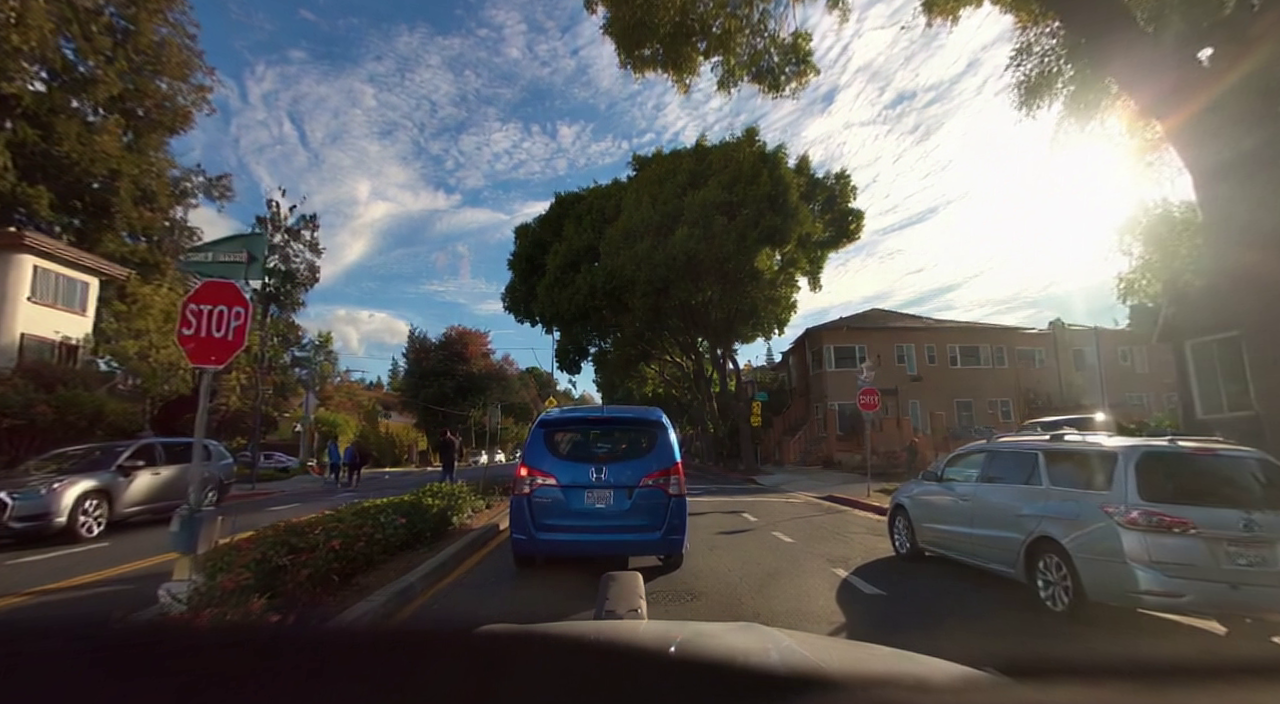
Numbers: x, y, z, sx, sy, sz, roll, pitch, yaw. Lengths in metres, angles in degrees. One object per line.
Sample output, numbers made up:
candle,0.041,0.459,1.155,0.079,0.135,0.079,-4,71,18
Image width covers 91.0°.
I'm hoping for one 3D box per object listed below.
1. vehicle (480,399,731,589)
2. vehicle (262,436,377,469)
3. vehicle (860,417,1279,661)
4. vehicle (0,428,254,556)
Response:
vehicle,-0.355,1.698,8.392,2.377,1.787,4.652,0,-8,-1
vehicle,-15.012,4.720,29.651,4.387,1.495,1.811,1,-8,-3
vehicle,4.224,1.666,6.707,1.959,1.581,4.731,4,-9,-2
vehicle,-8.284,2.006,9.853,1.825,1.532,4.083,-3,-7,2
